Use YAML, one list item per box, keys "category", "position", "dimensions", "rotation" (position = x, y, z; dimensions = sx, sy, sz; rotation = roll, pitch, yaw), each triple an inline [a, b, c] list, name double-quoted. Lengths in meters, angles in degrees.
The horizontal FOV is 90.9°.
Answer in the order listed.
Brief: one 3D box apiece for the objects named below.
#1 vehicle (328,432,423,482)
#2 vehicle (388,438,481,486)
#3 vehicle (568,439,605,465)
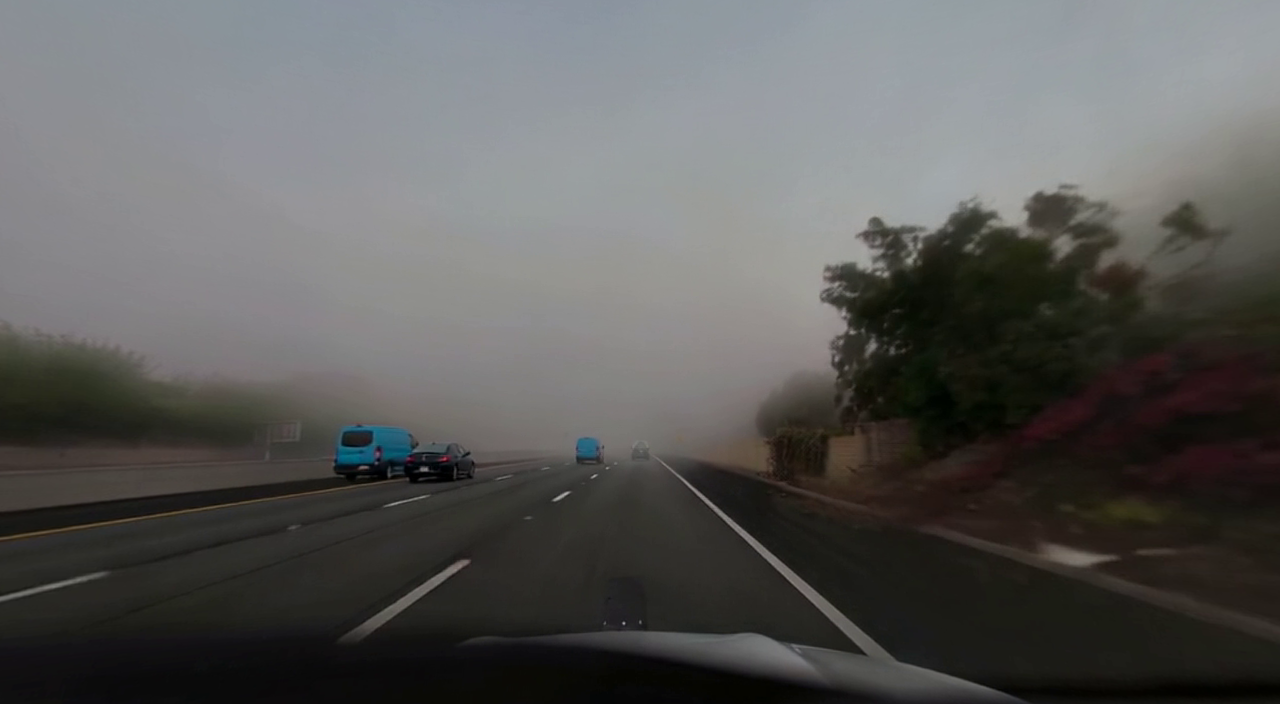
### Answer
- category: "vehicle"
  position: [-10.907, 4.363, 26.433]
  dimensions: [1.977, 1.870, 4.525]
  rotation: [0, -8, 0]
- category: "vehicle"
  position: [-7.470, 4.030, 23.354]
  dimensions: [2.014, 1.598, 4.015]
  rotation: [0, -8, 1]
- category: "vehicle"
  position: [-4.049, 7.663, 48.525]
  dimensions: [2.313, 1.852, 4.775]
  rotation: [0, -8, 2]
